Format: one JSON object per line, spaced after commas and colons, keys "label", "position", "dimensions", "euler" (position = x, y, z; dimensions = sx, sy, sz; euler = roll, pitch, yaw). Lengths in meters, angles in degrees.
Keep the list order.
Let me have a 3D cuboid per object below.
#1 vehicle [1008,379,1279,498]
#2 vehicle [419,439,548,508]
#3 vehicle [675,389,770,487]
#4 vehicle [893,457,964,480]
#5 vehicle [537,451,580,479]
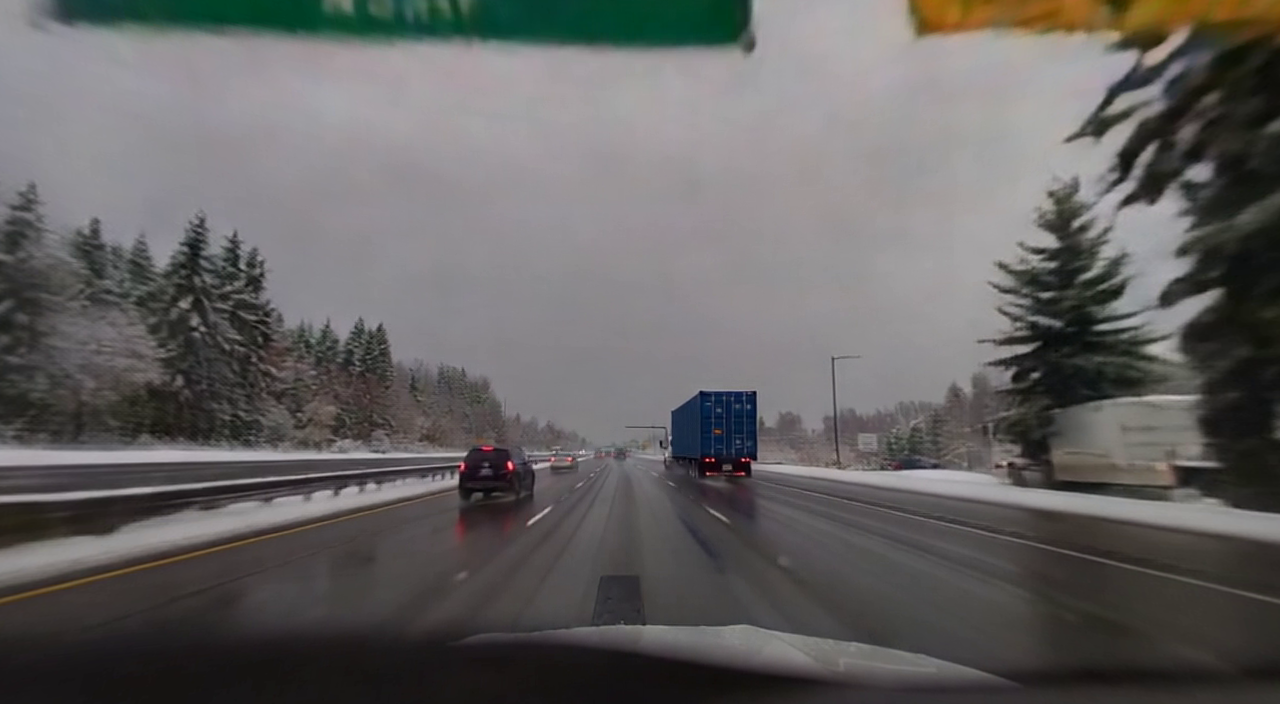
{"label": "vehicle", "position": [23.997, 3.657, 26.167], "dimensions": [3.081, 4.331, 17.117], "euler": [3, -10, -17]}
{"label": "vehicle", "position": [-4.196, 3.371, 17.973], "dimensions": [2.370, 1.647, 5.091], "euler": [0, -9, 0]}
{"label": "vehicle", "position": [3.772, 4.590, 32.710], "dimensions": [2.821, 4.046, 12.876], "euler": [0, -9, -2]}
{"label": "vehicle", "position": [19.667, 7.958, 43.250], "dimensions": [1.989, 1.430, 4.811], "euler": [2, -9, -10]}
{"label": "vehicle", "position": [-4.698, 6.559, 36.803], "dimensions": [2.063, 1.532, 3.763], "euler": [0, -9, -1]}
